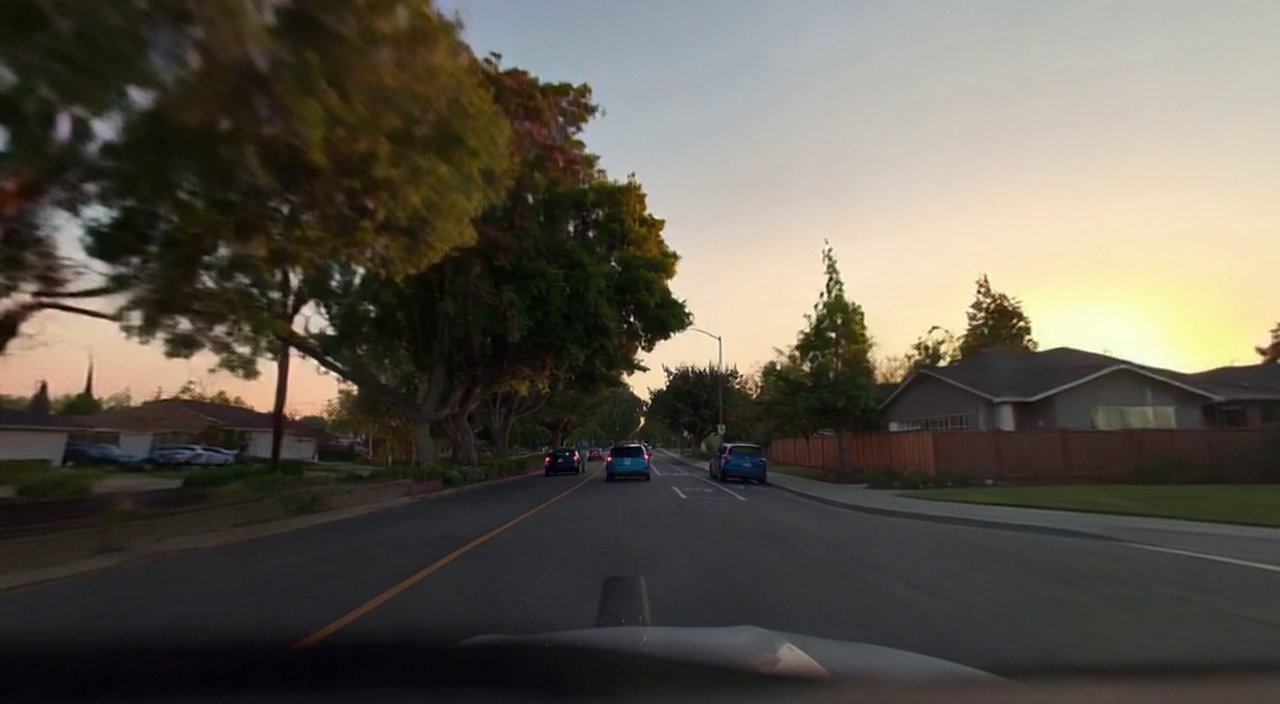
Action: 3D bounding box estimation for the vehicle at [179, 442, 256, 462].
[{"bbox_3d":[-32.263,7.641,48.002,4.497,1.418,1.783,0,-9,1],"label":"vehicle"}]

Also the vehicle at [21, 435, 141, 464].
[{"bbox_3d":[-32.290,5.655,36.379,4.891,1.538,2.059,0,-9,0],"label":"vehicle"}]

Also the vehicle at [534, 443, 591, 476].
[{"bbox_3d":[-3.545,5.038,29.636,2.032,1.433,4.458,0,-9,1],"label":"vehicle"}]

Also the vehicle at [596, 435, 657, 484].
[{"bbox_3d":[-0.476,4.230,24.910,2.220,1.742,4.047,0,-9,0],"label":"vehicle"}]

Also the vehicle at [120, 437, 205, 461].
[{"bbox_3d":[-33.414,6.787,44.015,4.271,1.581,1.919,0,-9,-1],"label":"vehicle"}]

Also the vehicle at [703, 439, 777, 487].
[{"bbox_3d":[3.965,4.493,25.753,2.332,1.769,4.518,0,-9,0],"label":"vehicle"}]
